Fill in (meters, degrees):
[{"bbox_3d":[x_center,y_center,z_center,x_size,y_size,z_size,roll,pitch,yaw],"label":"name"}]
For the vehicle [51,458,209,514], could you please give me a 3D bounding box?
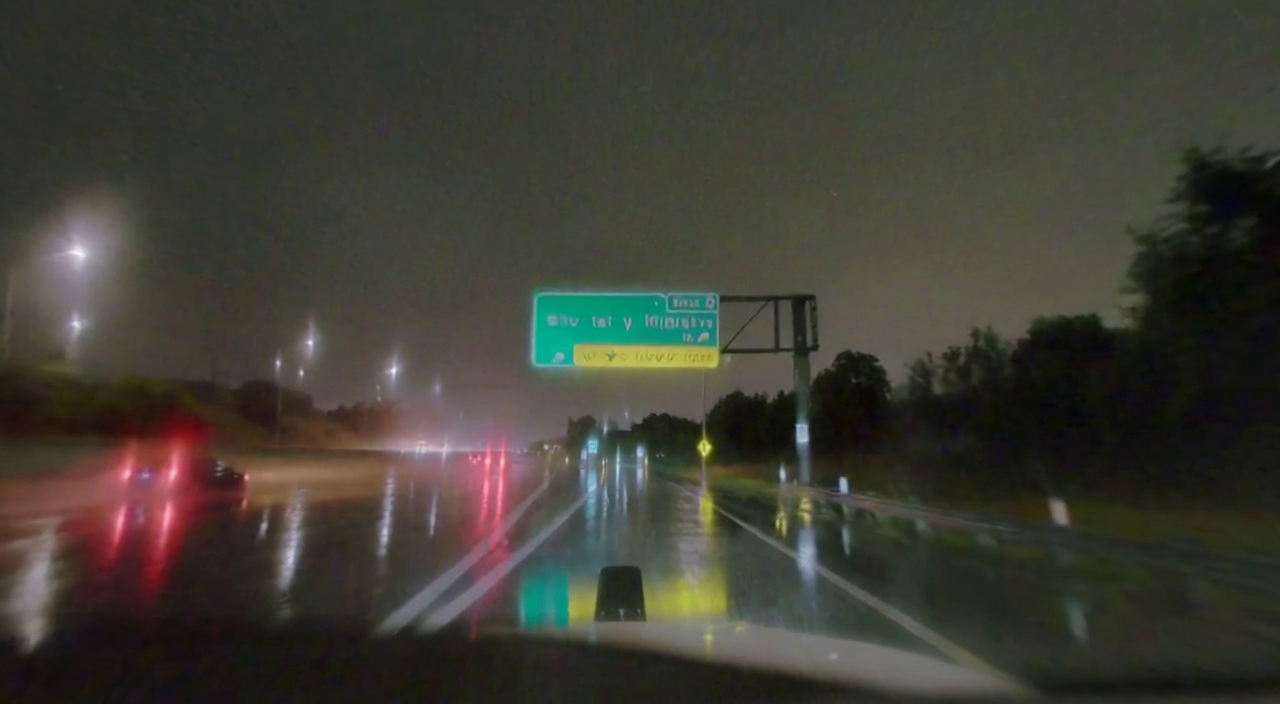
[{"bbox_3d":[-17.517,4.603,21.963,2.093,1.735,4.285,1,-10,-5],"label":"vehicle"}]
